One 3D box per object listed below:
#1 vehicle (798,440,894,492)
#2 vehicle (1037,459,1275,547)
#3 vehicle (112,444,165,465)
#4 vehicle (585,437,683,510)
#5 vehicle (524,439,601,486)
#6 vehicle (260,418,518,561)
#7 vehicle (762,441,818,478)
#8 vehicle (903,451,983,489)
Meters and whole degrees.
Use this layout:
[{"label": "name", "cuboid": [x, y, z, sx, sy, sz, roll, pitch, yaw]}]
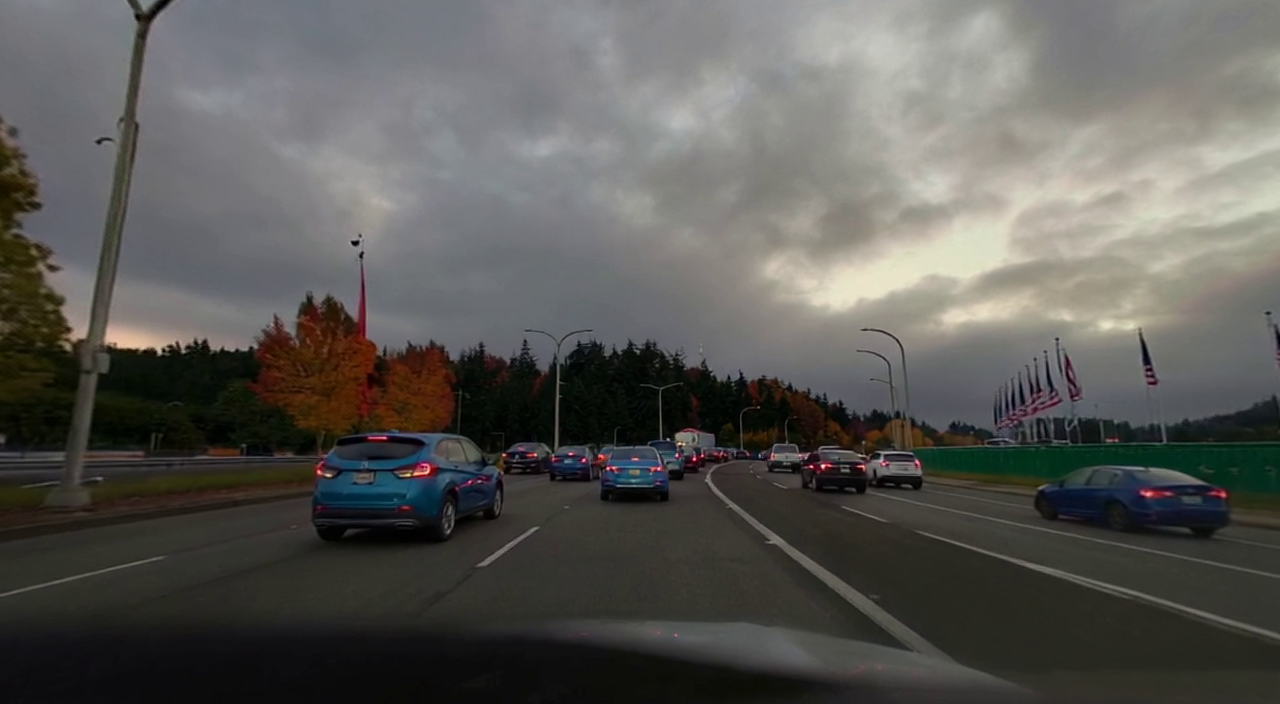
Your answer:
[{"label": "vehicle", "cuboid": [6.807, 3.803, 21.327, 1.944, 1.544, 4.301, 0, -9, 2]}, {"label": "vehicle", "cuboid": [10.464, 3.028, 13.227, 1.749, 1.481, 3.808, 1, -9, 1]}, {"label": "vehicle", "cuboid": [-39.690, 8.089, 49.811, 3.667, 1.465, 1.735, -4, -5, 25]}, {"label": "vehicle", "cuboid": [-0.032, 2.919, 15.591, 2.090, 1.506, 4.276, 0, -9, 3]}, {"label": "vehicle", "cuboid": [-2.781, 4.138, 23.867, 1.974, 1.549, 4.603, 0, -9, 5]}, {"label": "vehicle", "cuboid": [-3.345, 1.925, 9.521, 1.988, 1.635, 4.260, 0, -9, 2]}, {"label": "vehicle", "cuboid": [7.742, 5.564, 32.928, 2.017, 1.746, 4.727, 0, -9, 3]}, {"label": "vehicle", "cuboid": [15.292, 5.927, 32.121, 2.087, 1.745, 4.673, 0, -9, 5]}]
